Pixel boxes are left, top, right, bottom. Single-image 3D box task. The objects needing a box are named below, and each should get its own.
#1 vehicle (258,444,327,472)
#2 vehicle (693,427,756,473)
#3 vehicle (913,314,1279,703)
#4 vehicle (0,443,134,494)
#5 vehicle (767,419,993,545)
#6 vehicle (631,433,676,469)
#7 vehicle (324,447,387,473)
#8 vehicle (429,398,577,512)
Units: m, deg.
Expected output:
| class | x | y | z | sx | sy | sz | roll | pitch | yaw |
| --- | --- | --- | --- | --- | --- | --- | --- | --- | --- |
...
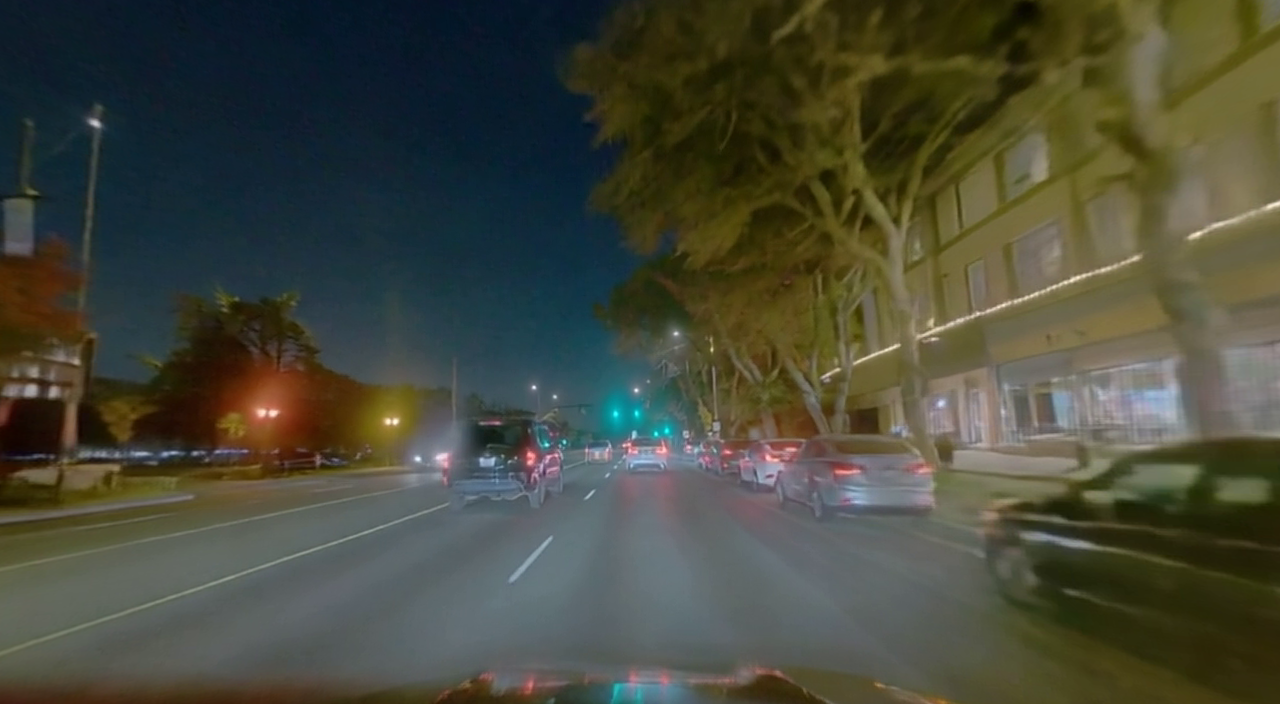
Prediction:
| class | x | y | z | sx | sy | sz | roll | pitch | yaw |
| --- | --- | --- | --- | --- | --- | --- | --- | --- | --- |
| vehicle | -24.913 | 7.584 | 45.531 | 2.095 | 1.862 | 5.261 | 0 | -8 | -2 |
| vehicle | 3.711 | 4.405 | 28.541 | 2.090 | 1.861 | 4.805 | 0 | -8 | -1 |
| vehicle | 3.848 | 0.864 | 3.319 | 2.081 | 1.888 | 5.986 | 0 | -8 | -1 |
| vehicle | -23.915 | 4.690 | 25.679 | 4.791 | 1.928 | 2.144 | 0 | -8 | 0 |
| vehicle | 3.586 | 2.017 | 10.501 | 1.931 | 1.625 | 4.409 | 0 | -8 | -1 |
| vehicle | 0.614 | 4.929 | 31.583 | 2.126 | 1.657 | 4.132 | 0 | -8 | 0 |
| vehicle | -19.595 | 7.448 | 43.781 | 1.911 | 1.638 | 5.028 | 0 | -8 | 1 |
| vehicle | -2.835 | 2.310 | 14.493 | 2.213 | 2.123 | 5.124 | 0 | -8 | 0 |
